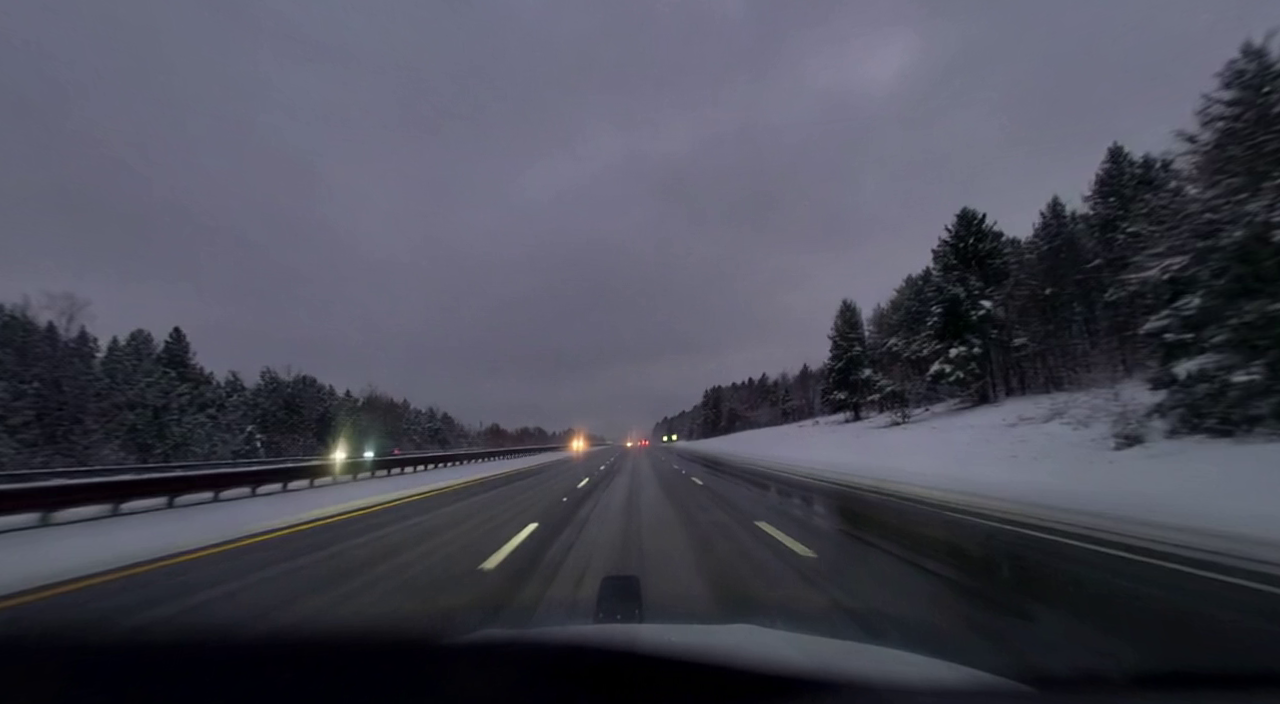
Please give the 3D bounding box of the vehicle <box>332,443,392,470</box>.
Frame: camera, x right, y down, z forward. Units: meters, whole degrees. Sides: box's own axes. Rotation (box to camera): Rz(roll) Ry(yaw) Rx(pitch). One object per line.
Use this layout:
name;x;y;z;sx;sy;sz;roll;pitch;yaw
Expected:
vehicle;-15.984;5.998;36.404;1.828;1.439;3.737;0;-8;-1
